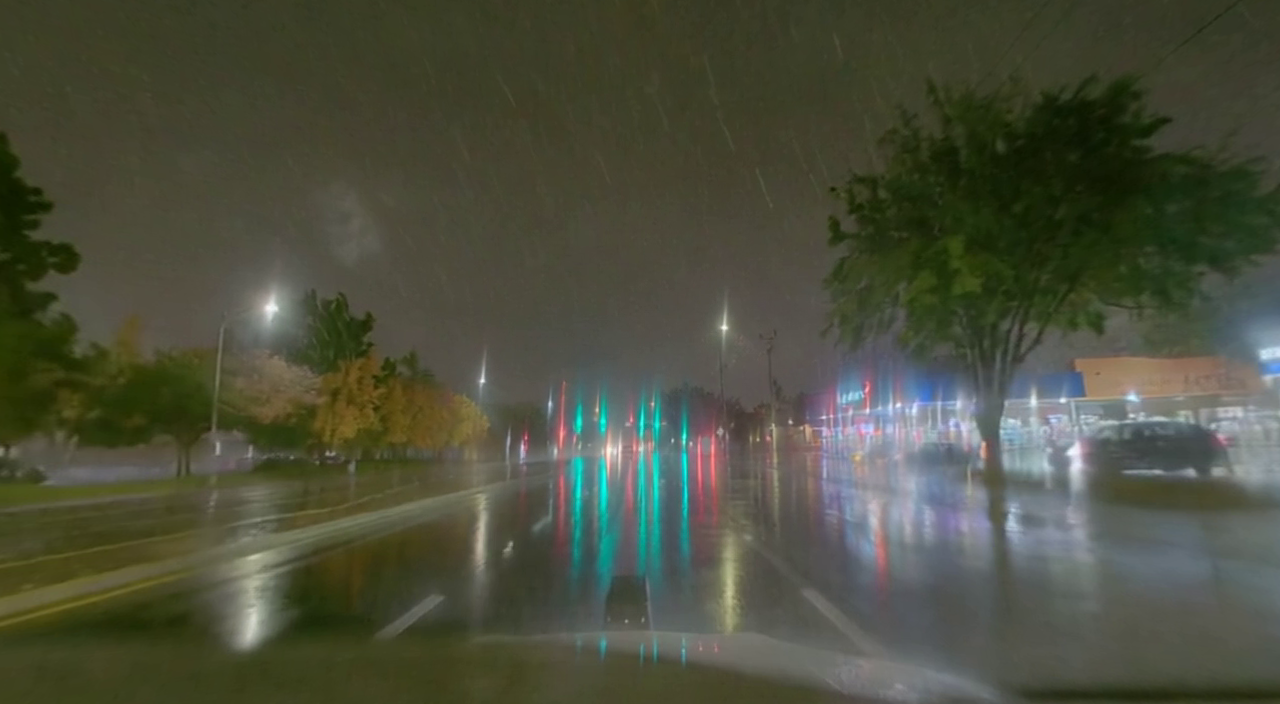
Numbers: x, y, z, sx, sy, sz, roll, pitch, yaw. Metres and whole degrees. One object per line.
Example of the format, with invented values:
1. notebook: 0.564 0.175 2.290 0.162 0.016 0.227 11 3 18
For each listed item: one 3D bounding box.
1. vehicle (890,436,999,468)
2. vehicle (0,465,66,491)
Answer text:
1. vehicle: 15.318 5.047 31.804 4.510 1.517 2.035 2 -9 -12
2. vehicle: -39.319 7.945 39.873 1.784 1.385 4.365 0 -8 0
